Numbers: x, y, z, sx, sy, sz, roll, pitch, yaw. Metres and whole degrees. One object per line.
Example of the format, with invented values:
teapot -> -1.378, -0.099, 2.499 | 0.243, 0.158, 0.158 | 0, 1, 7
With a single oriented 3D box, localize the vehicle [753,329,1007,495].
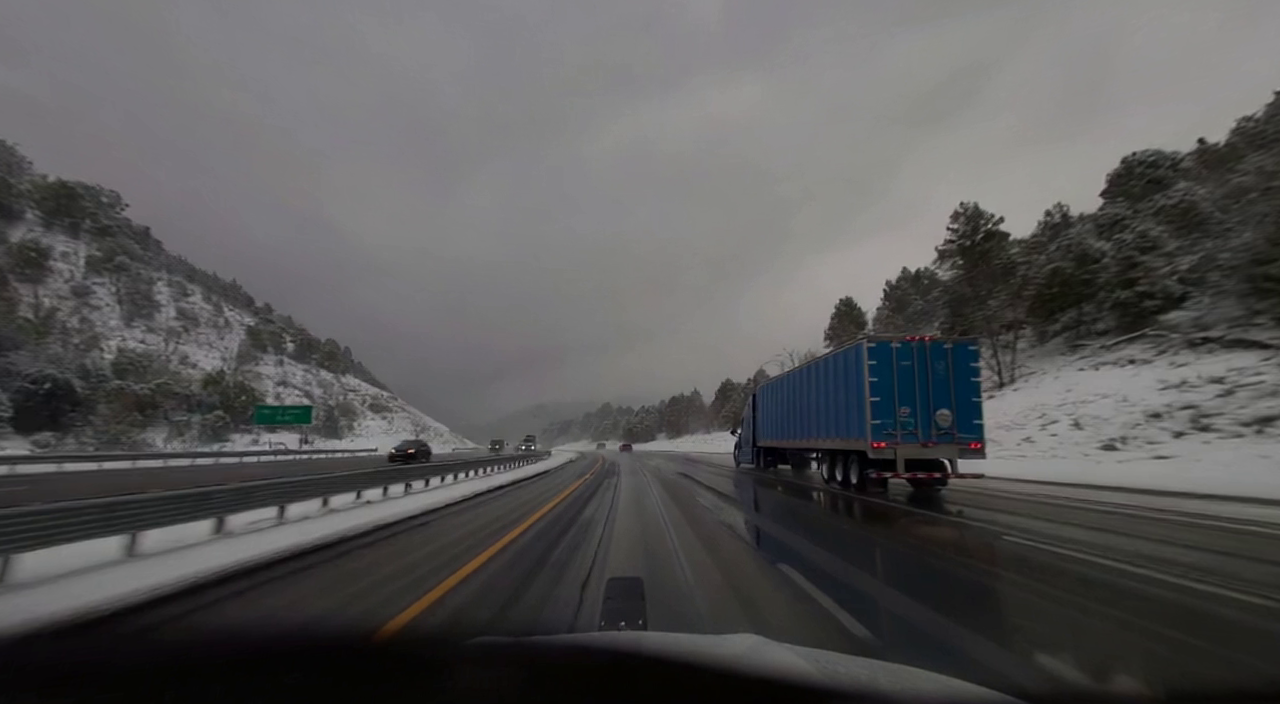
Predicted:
vehicle -> 7.482, 2.665, 24.065 | 2.923, 4.182, 16.345 | 0, -8, -1

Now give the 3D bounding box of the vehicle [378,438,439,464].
vehicle -> -14.692, 6.324, 40.374 | 2.060, 1.518, 5.101 | 0, -8, -1
